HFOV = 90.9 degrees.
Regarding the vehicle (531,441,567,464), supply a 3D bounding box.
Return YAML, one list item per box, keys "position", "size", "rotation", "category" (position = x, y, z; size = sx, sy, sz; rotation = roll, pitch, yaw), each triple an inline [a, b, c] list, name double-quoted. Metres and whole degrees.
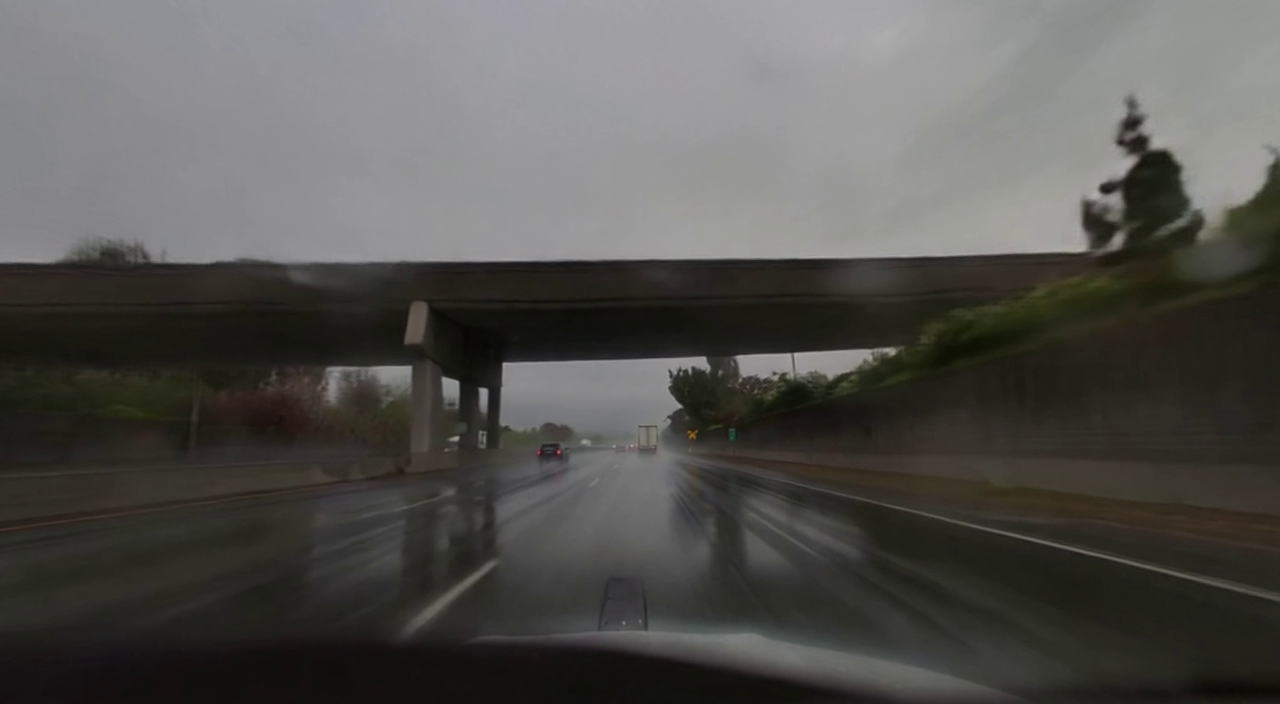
- position: [-6.897, 7.675, 48.279]
  size: [1.981, 1.685, 4.171]
  rotation: [0, -8, 2]
  category: "vehicle"
